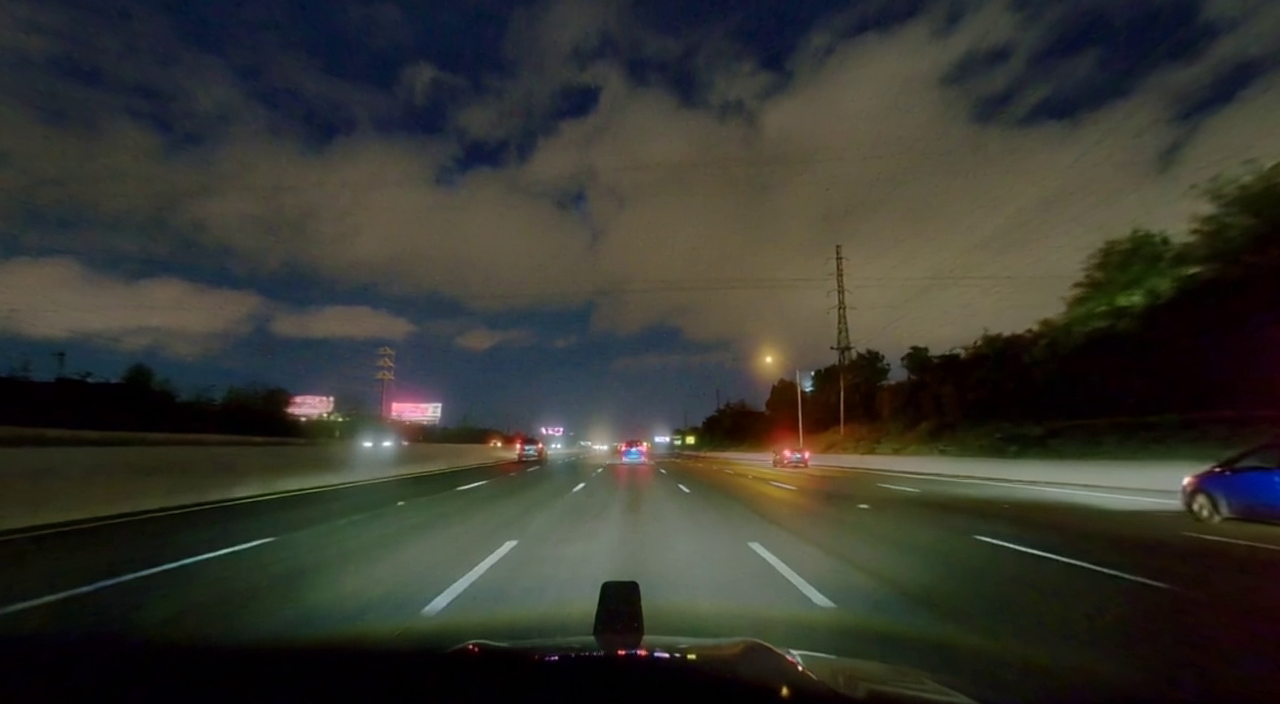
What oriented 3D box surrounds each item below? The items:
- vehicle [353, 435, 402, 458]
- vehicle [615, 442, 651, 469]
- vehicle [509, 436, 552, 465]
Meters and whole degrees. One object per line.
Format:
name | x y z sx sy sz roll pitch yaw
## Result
vehicle | -17.683 6.376 42.705 1.658 1.467 3.636 0 -8 1
vehicle | -0.462 6.347 38.952 2.074 1.574 3.971 0 -8 -2
vehicle | -7.605 6.910 44.531 2.177 1.929 4.706 0 -8 0
